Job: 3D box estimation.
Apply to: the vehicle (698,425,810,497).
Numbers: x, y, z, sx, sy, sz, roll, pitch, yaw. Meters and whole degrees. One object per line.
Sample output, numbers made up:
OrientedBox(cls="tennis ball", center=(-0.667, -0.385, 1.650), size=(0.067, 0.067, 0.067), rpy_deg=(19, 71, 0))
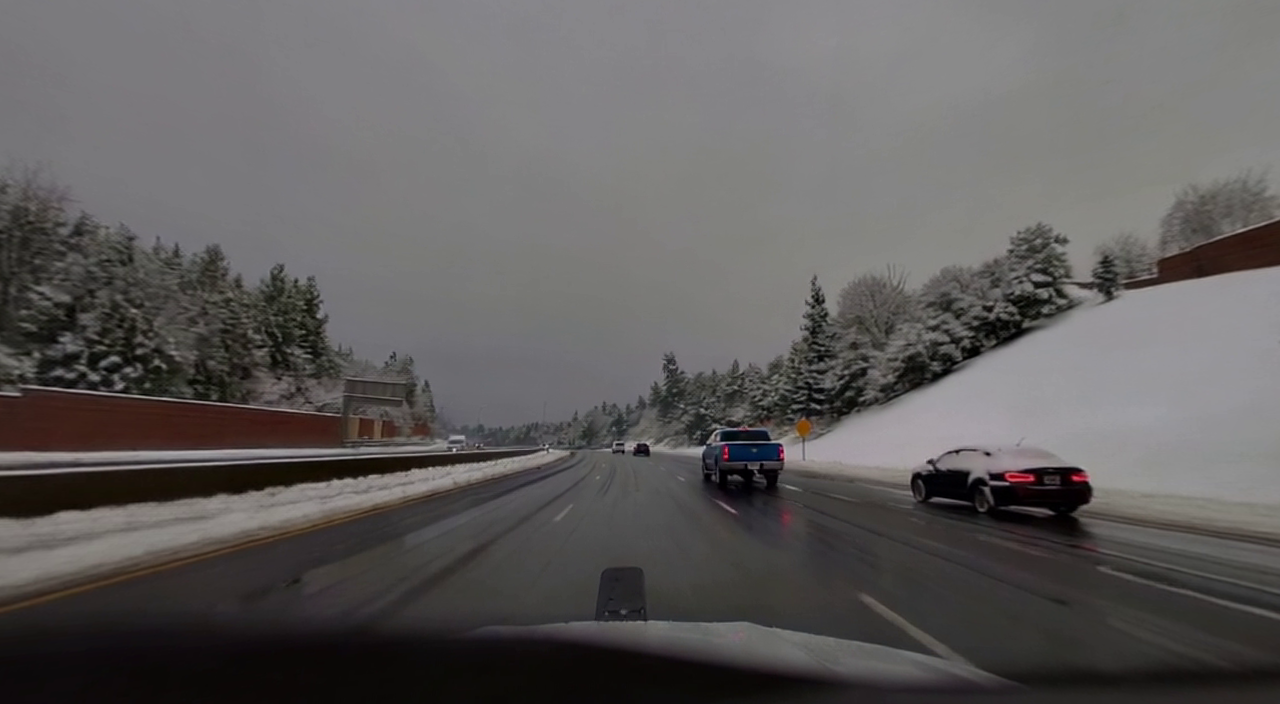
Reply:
OrientedBox(cls="vehicle", center=(3.376, 3.385, 20.039), size=(2.374, 1.952, 5.431), rpy_deg=(0, -8, -2))

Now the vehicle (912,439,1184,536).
OrientedBox(cls="vehicle", center=(7.478, 2.493, 12.398), size=(1.976, 1.485, 4.925), rpy_deg=(0, -8, -1))
